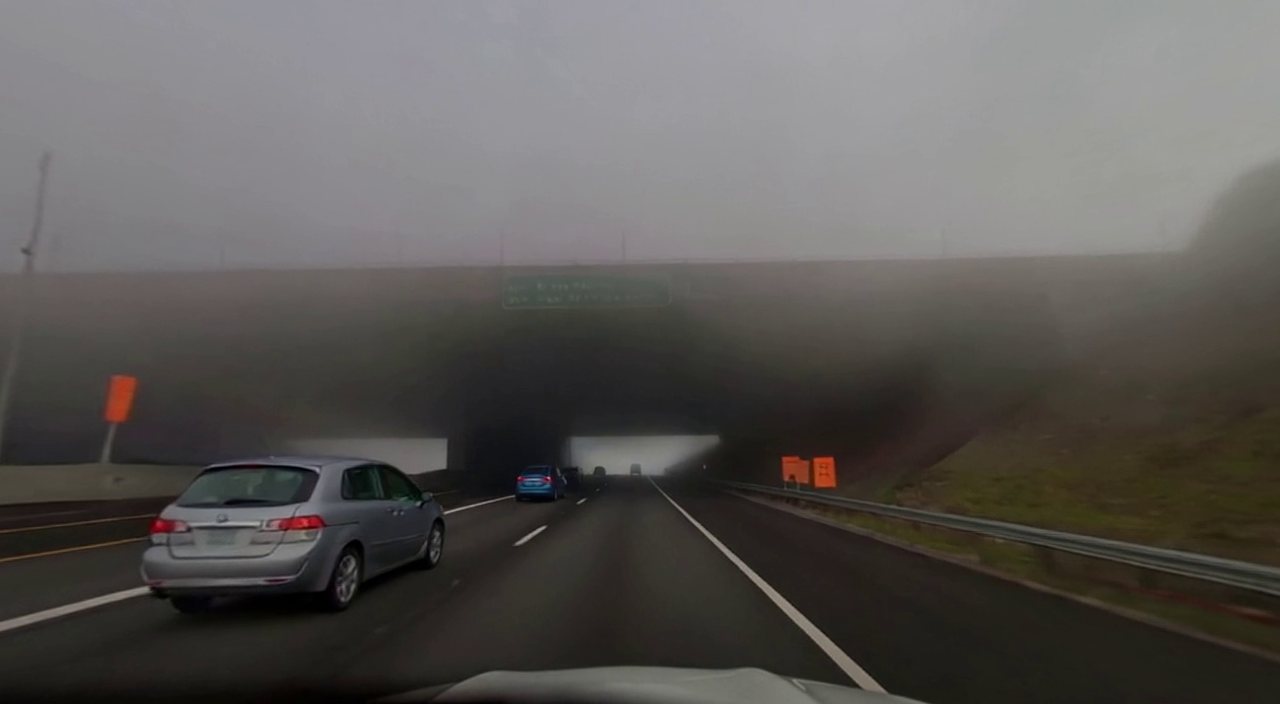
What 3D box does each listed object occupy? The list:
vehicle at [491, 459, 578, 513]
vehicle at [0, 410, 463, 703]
[{"bbox_3d":[-3.169,4.147,19.771,1.992,1.466,3.690,1,-11,1],"label":"vehicle"},{"bbox_3d":[-3.228,1.452,5.110,2.023,1.507,5.082,1,-11,1],"label":"vehicle"}]
